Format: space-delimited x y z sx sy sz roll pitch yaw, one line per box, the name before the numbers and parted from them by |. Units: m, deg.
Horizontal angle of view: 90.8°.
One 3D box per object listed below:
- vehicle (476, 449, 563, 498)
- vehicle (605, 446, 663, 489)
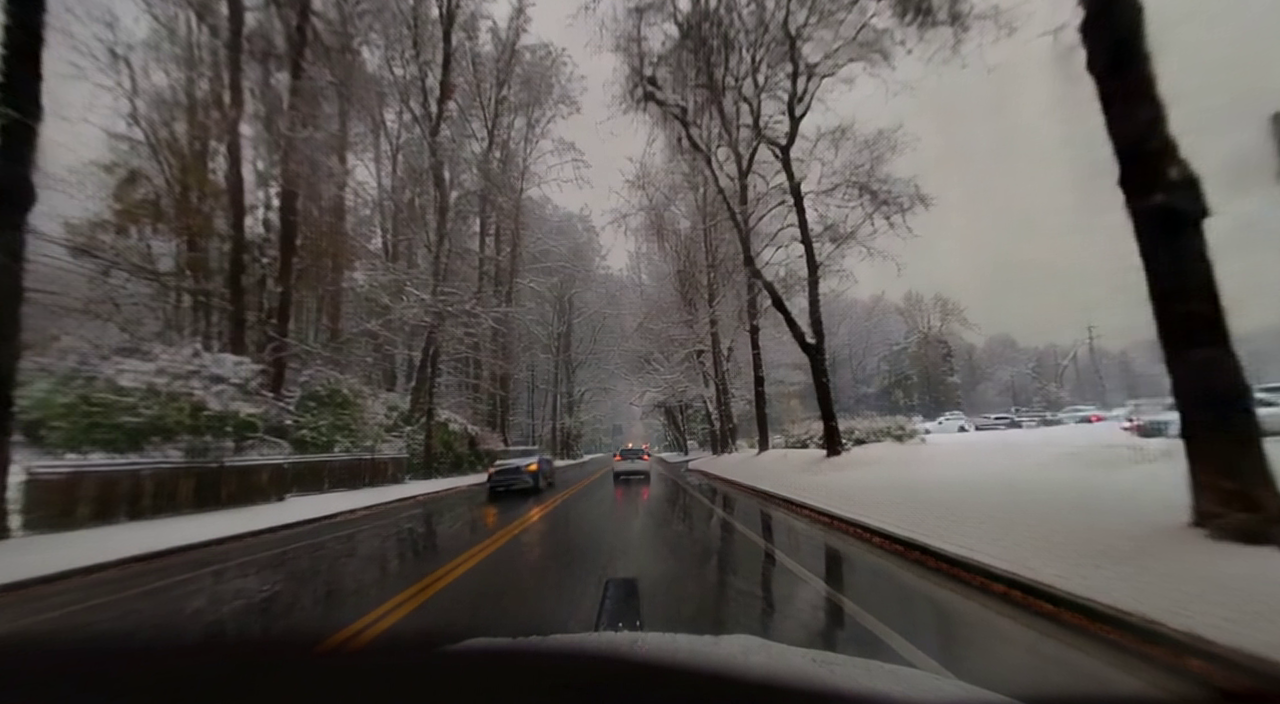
vehicle | -3.975 4.073 21.696 2.028 1.464 4.602 -1 -9 1
vehicle | -0.255 4.670 25.903 2.152 1.574 4.223 -1 -9 -1
